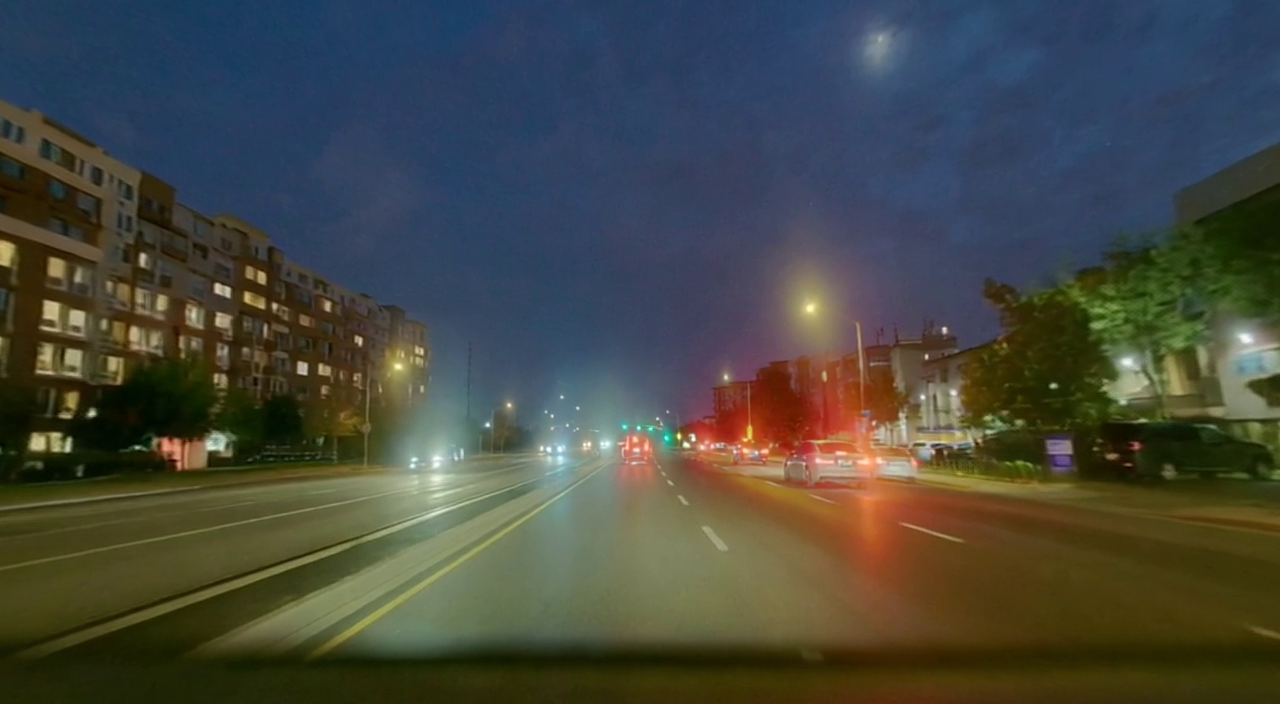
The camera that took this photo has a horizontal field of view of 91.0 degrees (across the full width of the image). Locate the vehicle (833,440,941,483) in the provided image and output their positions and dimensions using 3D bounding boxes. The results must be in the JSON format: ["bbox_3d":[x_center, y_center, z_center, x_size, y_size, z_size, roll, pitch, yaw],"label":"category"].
[{"bbox_3d":[9.767,4.367,25.421,2.181,1.546,4.845,0,-9,-3],"label":"vehicle"}]

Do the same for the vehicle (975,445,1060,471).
[{"bbox_3d":[22.641,6.350,37.846,1.955,1.427,3.836,4,-10,-27],"label":"vehicle"}]

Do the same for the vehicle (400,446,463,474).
[{"bbox_3d":[-11.546,6.003,35.231,1.897,1.466,4.566,0,-9,1],"label":"vehicle"}]

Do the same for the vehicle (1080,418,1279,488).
[{"bbox_3d":[17.738,3.245,20.288,5.388,2.082,2.328,1,-9,-4],"label":"vehicle"}]

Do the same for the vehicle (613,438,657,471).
[{"bbox_3d":[-0.259,5.162,31.805,2.106,1.553,3.964,0,-9,-1],"label":"vehicle"}]

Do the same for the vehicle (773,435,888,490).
[{"bbox_3d":[5.988,3.533,20.545,2.121,1.557,4.898,0,-9,-1],"label":"vehicle"}]

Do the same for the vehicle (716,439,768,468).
[{"bbox_3d":[5.745,5.770,35.870,2.154,1.554,4.149,0,-9,-2],"label":"vehicle"}]
